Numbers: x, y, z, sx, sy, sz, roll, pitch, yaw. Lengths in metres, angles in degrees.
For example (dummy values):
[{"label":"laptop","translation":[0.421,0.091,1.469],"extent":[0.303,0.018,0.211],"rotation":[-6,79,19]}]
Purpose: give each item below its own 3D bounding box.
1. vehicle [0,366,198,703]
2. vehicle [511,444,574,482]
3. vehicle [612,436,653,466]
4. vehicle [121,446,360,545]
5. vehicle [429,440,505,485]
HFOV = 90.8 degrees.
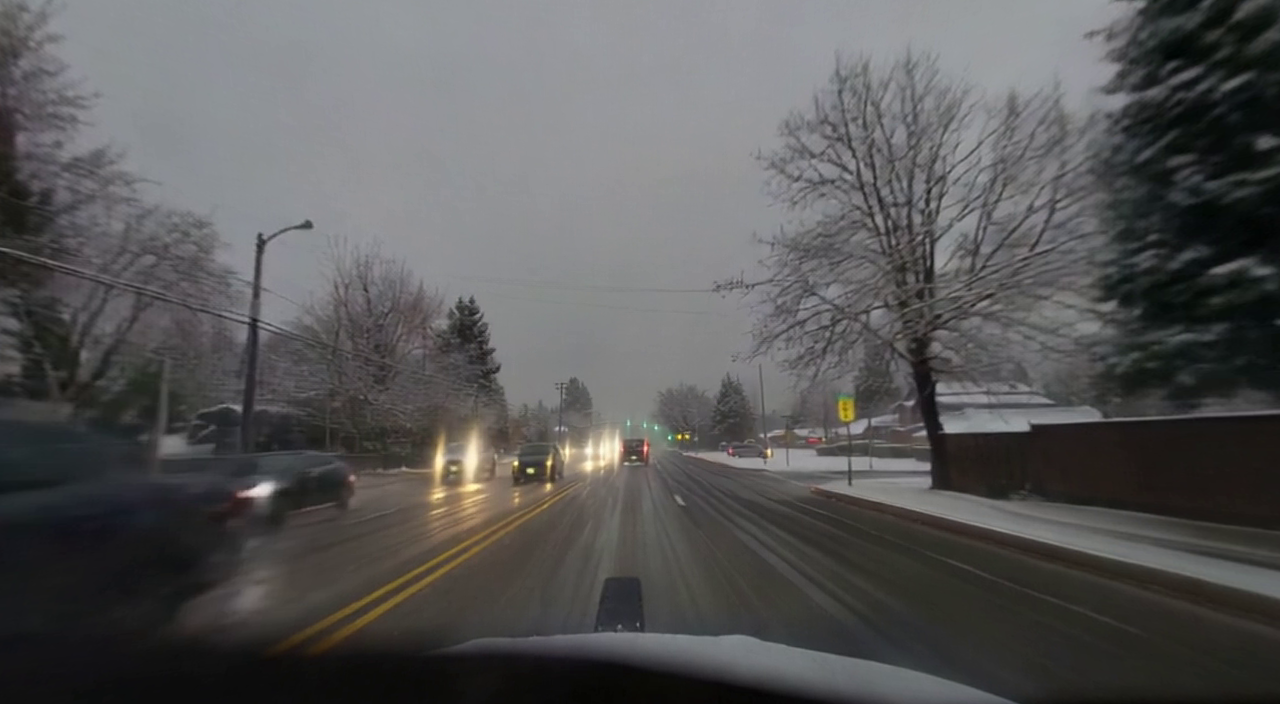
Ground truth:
[{"label":"vehicle","translation":[-3.942,0.783,1.806],"extent":[1.977,1.729,4.625],"rotation":[0,-8,0]},{"label":"vehicle","translation":[-4.166,4.780,27.641],"extent":[2.039,1.460,4.189],"rotation":[-2,-8,1]},{"label":"vehicle","translation":[-0.448,6.660,42.627],"extent":[2.554,1.902,5.329],"rotation":[0,-8,1]},{"label":"vehicle","translation":[-7.510,2.671,12.531],"extent":[1.978,1.458,4.287],"rotation":[-4,-8,0]},{"label":"vehicle","translation":[-7.381,4.742,27.412],"extent":[2.044,1.699,4.400],"rotation":[-2,-8,1]}]
